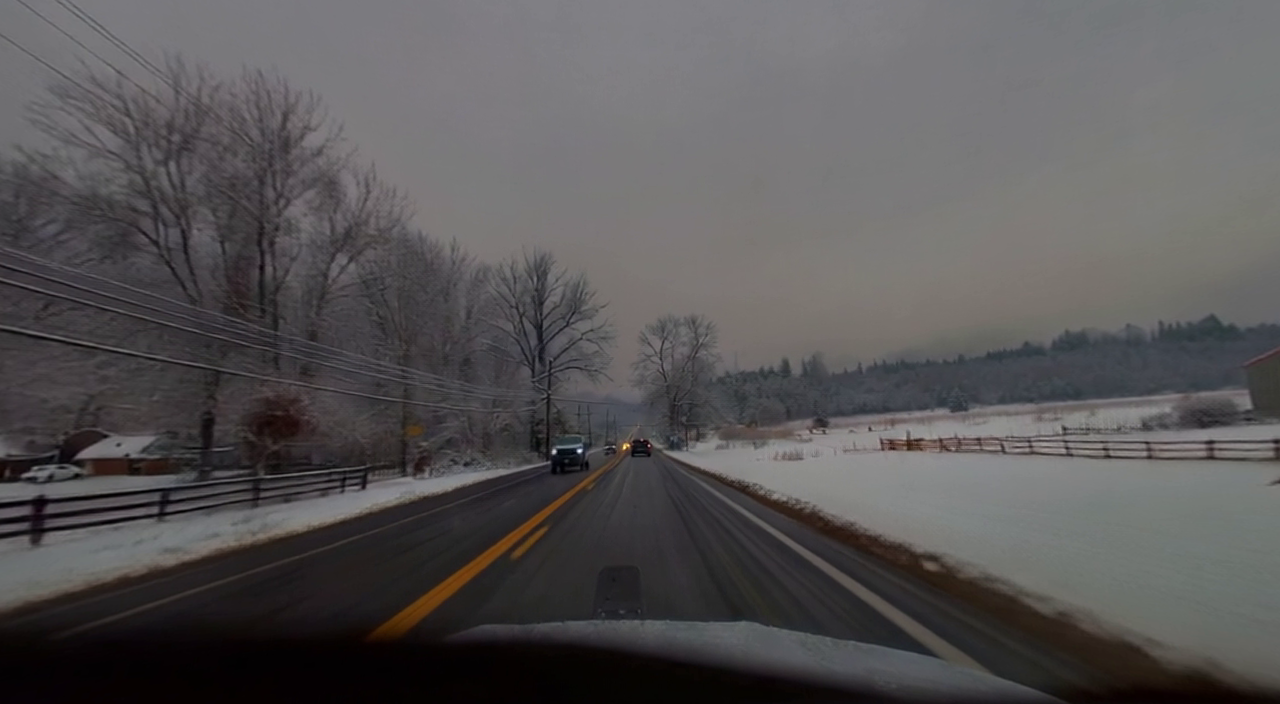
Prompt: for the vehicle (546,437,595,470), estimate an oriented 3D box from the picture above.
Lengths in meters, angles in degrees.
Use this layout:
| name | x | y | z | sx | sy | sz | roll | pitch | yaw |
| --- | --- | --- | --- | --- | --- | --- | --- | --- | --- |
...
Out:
| name | x | y | z | sx | sy | sz | roll | pitch | yaw |
| --- | --- | --- | --- | --- | --- | --- | --- | --- | --- |
| vehicle | -3.791 | 5.685 | 35.484 | 2.217 | 1.704 | 4.418 | 0 | -9 | 1 |
